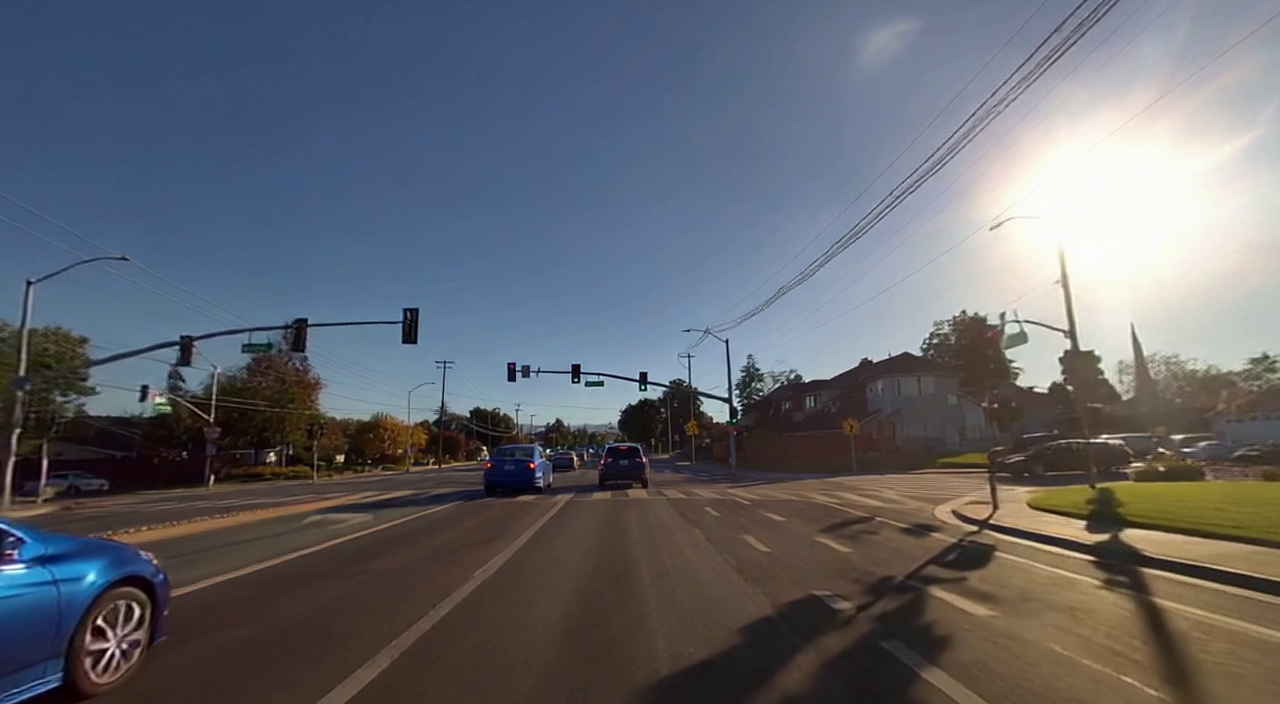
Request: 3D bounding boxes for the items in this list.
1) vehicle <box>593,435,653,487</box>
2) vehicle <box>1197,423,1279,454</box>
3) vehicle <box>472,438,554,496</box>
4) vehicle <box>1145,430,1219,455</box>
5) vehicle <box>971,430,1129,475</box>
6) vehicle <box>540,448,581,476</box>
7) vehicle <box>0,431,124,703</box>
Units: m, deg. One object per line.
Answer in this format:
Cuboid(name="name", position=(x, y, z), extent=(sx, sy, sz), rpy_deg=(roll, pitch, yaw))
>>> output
Cuboid(name="vehicle", position=(-0.687, 4.244, 24.878), extent=(2.155, 1.836, 4.250), rpy_deg=(0, -9, -2))
Cuboid(name="vehicle", position=(35.318, 5.137, 37.257), extent=(1.901, 1.712, 3.920), rpy_deg=(-3, -9, 14))
Cuboid(name="vehicle", position=(-4.047, 3.731, 20.845), extent=(1.899, 1.685, 4.121), rpy_deg=(0, -9, -1))
Cuboid(name="vehicle", position=(32.391, 5.424, 37.871), extent=(1.754, 1.414, 3.590), rpy_deg=(-2, -9, 11))
Cuboid(name="vehicle", position=(18.951, 4.672, 29.519), extent=(5.652, 1.990, 2.190), rpy_deg=(-2, -9, 12))
Cuboid(name="vehicle", position=(-4.435, 6.182, 35.628), extent=(1.863, 1.449, 4.153), rpy_deg=(0, -9, -1))
Cuboid(name="vehicle", position=(-3.192, 0.720, 0.432), extent=(1.901, 1.409, 4.442), rpy_deg=(0, -9, 0))
